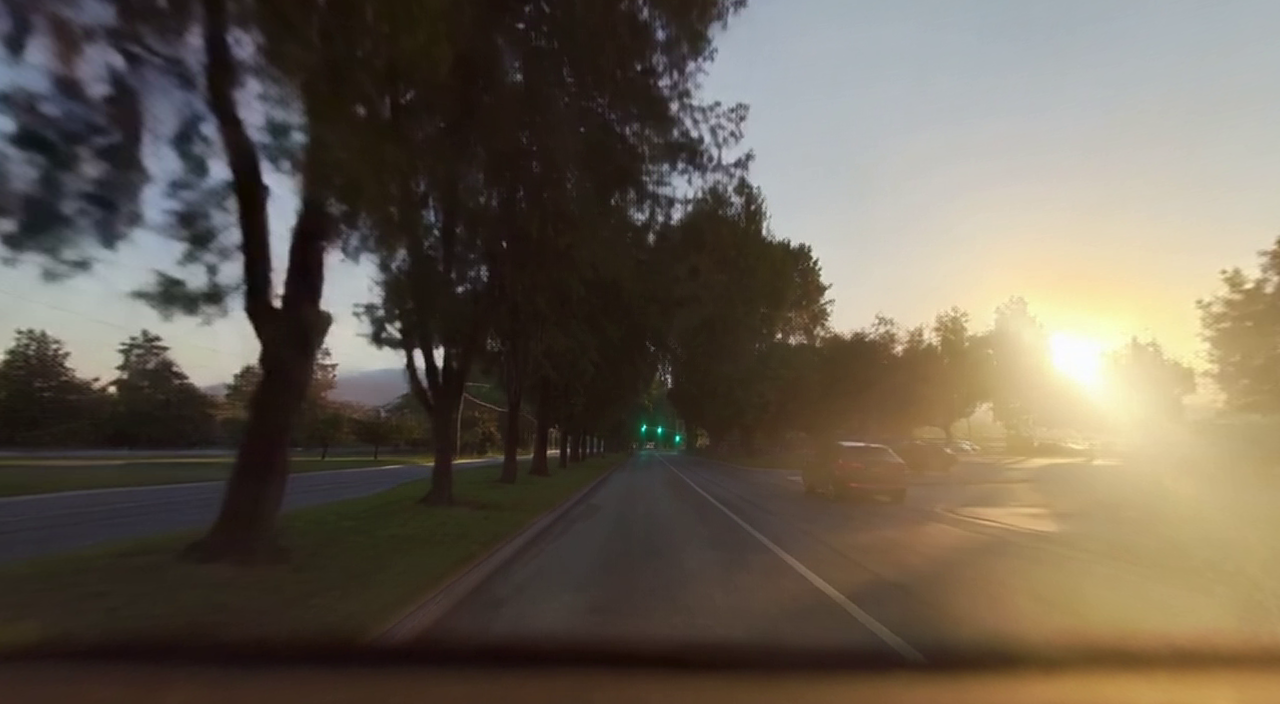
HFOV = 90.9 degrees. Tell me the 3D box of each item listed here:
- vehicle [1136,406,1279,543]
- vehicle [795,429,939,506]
[{"bbox_3d":[10.813,1.807,9.631,4.653,1.825,2.099,0,-8,-1],"label":"vehicle"},{"bbox_3d":[5.579,2.884,16.248,2.057,1.688,4.596,0,-8,1],"label":"vehicle"}]
